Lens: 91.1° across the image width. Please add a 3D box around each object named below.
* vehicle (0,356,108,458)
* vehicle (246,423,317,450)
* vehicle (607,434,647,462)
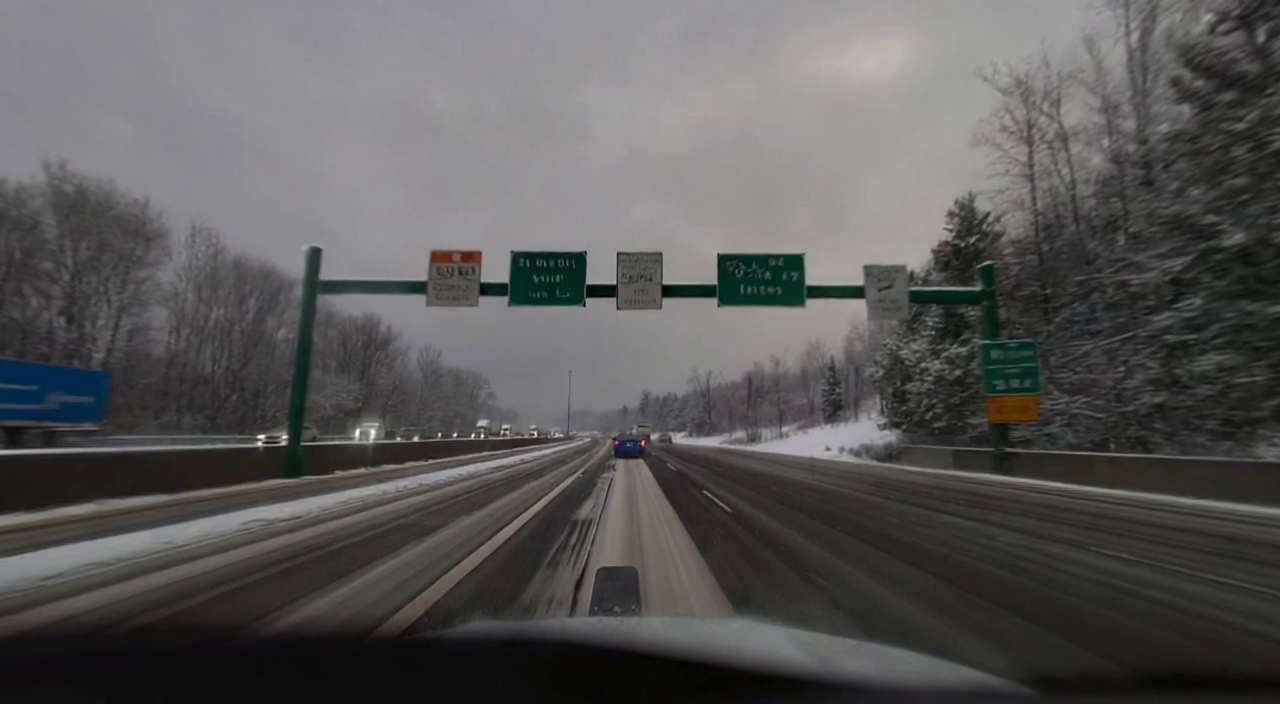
[{"bbox_3d":[-25.435,1.893,22.394,2.979,3.780,11.677,0,-8,-1],"label":"vehicle"},{"bbox_3d":[-22.280,5.281,39.270,1.869,1.544,4.369,0,-8,-1],"label":"vehicle"},{"bbox_3d":[-0.791,5.436,35.806,2.121,1.445,4.187,0,-8,-2],"label":"vehicle"}]
